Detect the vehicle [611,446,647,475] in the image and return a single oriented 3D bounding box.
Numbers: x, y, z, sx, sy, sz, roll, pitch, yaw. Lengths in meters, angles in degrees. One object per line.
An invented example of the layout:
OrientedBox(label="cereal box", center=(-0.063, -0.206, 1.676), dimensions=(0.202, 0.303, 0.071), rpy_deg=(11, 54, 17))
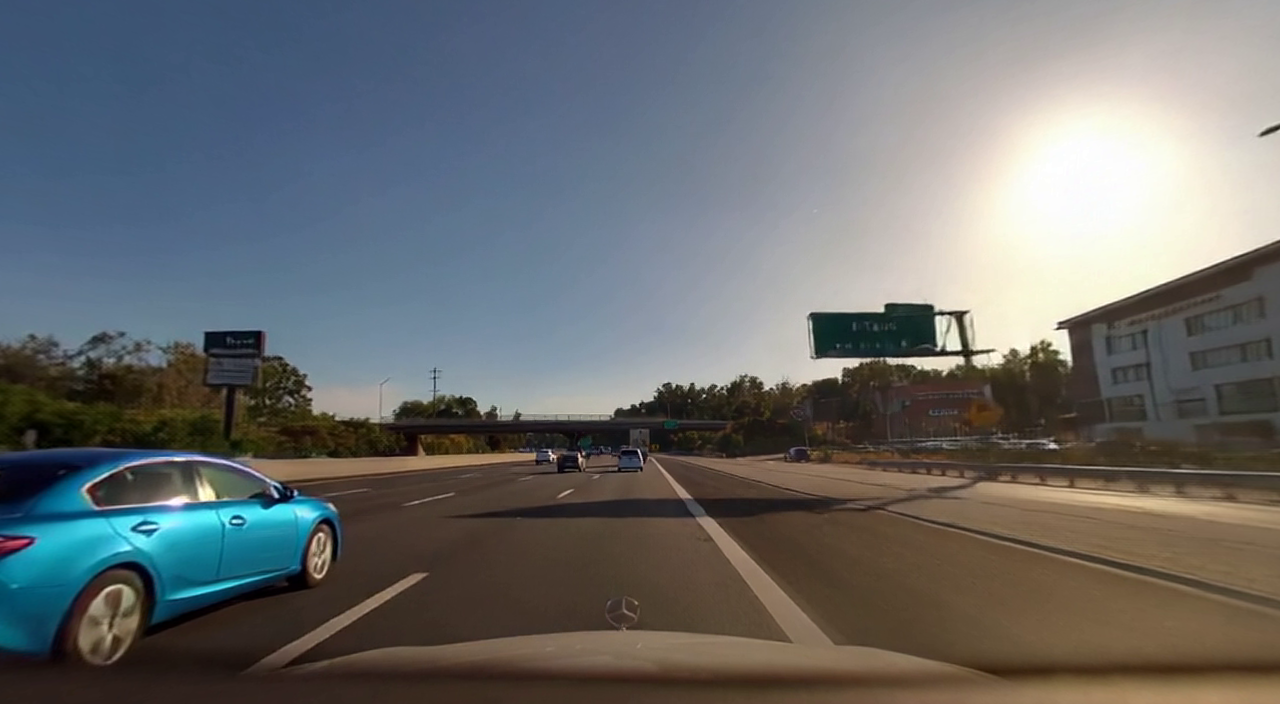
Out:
OrientedBox(label="vehicle", center=(-0.615, 6.597, 38.439), dimensions=(2.102, 1.692, 4.057), rpy_deg=(0, -9, 1))

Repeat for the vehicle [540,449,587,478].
OrientedBox(label="vehicle", center=(-4.311, 6.369, 36.130), dimensions=(2.071, 1.553, 4.388), rpy_deg=(0, -9, 2))
